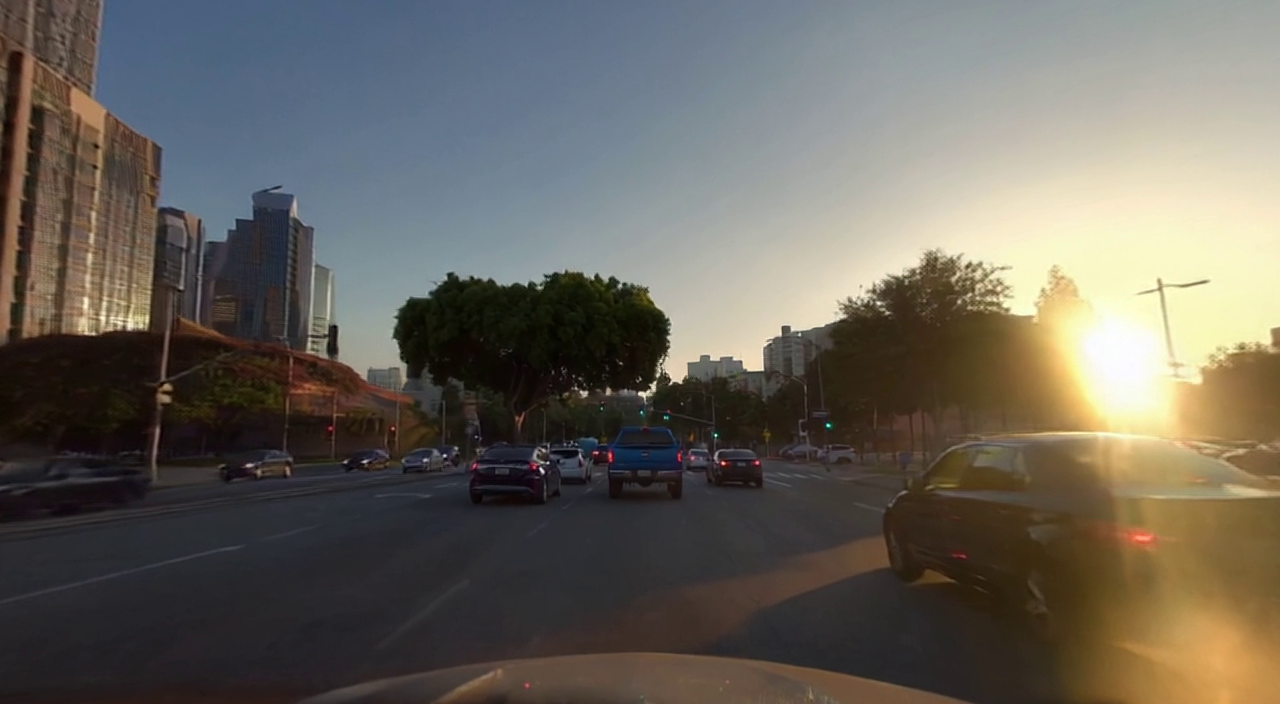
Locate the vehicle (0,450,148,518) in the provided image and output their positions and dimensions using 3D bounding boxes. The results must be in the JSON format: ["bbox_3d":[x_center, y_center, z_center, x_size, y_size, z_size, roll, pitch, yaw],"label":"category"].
[{"bbox_3d":[-15.230,3.237,15.884,1.897,1.461,4.602,0,-8,1],"label":"vehicle"}]

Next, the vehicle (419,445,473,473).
[{"bbox_3d":[-12.362,6.804,40.436,2.054,1.662,4.384,0,-8,0],"label":"vehicle"}]

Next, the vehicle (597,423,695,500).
[{"bbox_3d":[0.125,3.149,18.564,2.493,1.934,4.957,0,-8,0],"label":"vehicle"}]

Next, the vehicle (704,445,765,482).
[{"bbox_3d":[4.072,4.875,27.946,1.968,1.472,4.456,0,-8,0],"label":"vehicle"}]

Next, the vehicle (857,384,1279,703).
[{"bbox_3d":[3.399,1.258,4.890,1.955,1.628,4.152,0,-8,0],"label":"vehicle"}]

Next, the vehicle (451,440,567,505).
[{"bbox_3d":[-3.259,3.104,16.704,1.986,1.465,4.509,0,-8,2],"label":"vehicle"}]

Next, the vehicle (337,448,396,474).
[{"bbox_3d":[-18.476,7.365,42.803,2.025,1.625,4.527,0,-8,0],"label":"vehicle"}]

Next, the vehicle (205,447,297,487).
[{"bbox_3d":[-17.816,5.241,29.120,1.985,1.642,4.081,1,-9,-6],"label":"vehicle"}]

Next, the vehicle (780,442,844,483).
[{"bbox_3d":[8.778,5.636,32.571,2.126,1.820,4.521,3,-8,2],"label":"vehicle"}]
